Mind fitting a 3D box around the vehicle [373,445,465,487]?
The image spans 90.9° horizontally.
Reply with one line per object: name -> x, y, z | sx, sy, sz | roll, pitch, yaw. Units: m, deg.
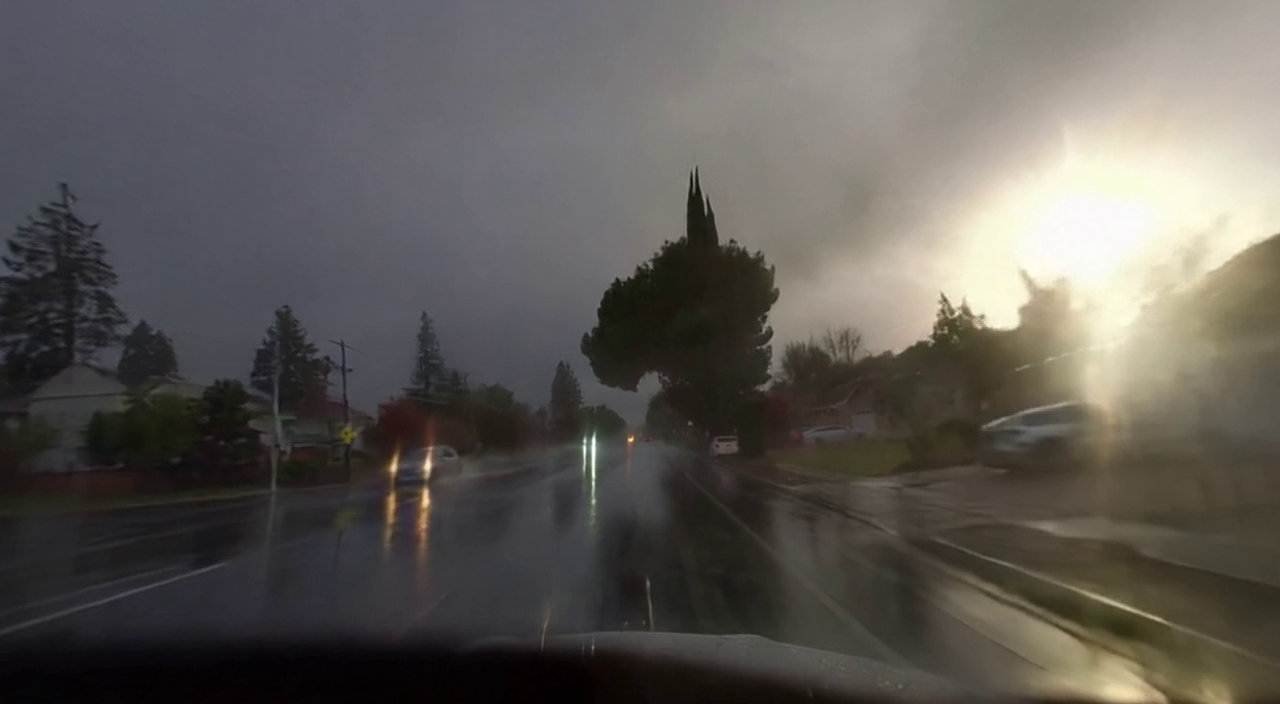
vehicle -> -8.932, 4.593, 25.906 | 2.027, 1.522, 4.469 | -1, -8, 2

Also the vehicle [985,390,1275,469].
vehicle -> 10.317, 1.678, 13.582 | 4.606, 1.525, 1.932 | 0, -8, -1

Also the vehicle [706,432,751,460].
vehicle -> 5.248, 5.637, 37.770 | 1.995, 1.546, 4.474 | 0, -8, -1

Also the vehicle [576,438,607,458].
vehicle -> -3.561, 7.061, 46.474 | 1.973, 1.400, 3.915 | 0, -8, 0
